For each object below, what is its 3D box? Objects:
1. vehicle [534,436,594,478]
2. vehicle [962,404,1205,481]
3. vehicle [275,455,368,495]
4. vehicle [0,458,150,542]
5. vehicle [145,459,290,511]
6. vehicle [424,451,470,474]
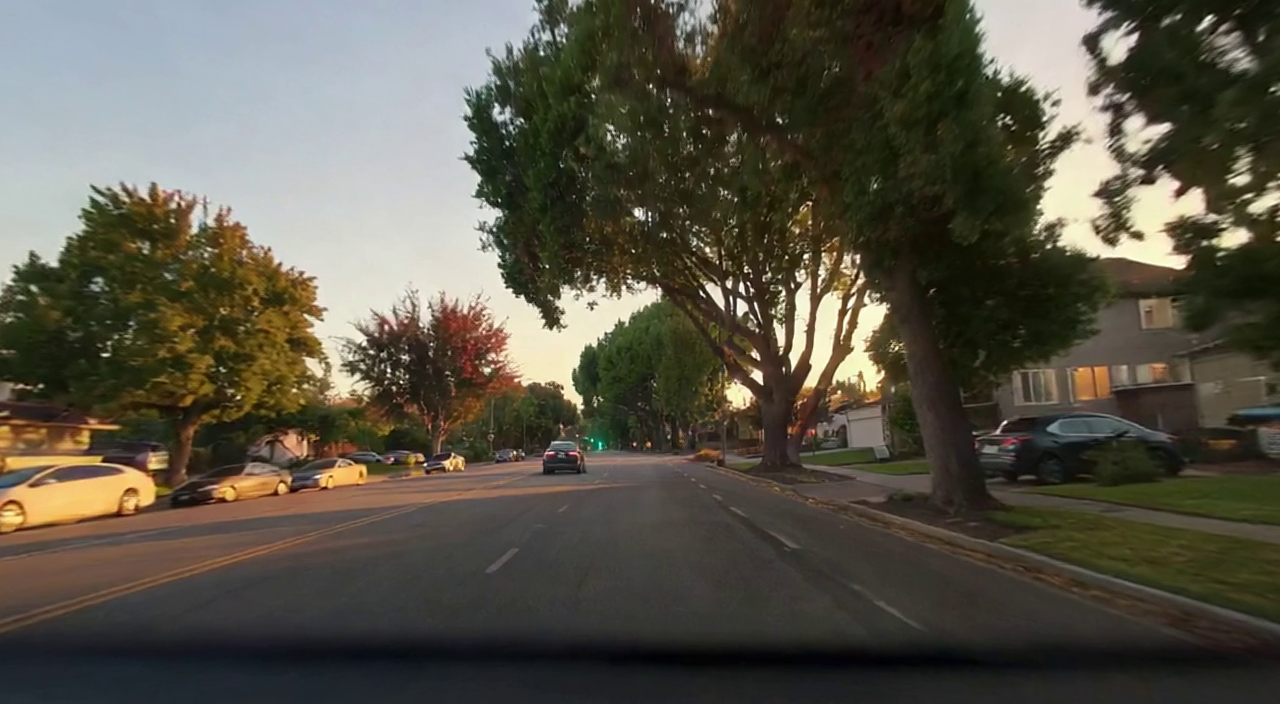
[{"bbox_3d":[-3.279,4.626,28.098,2.135,1.731,4.232,0,-8,0],"label":"vehicle"},{"bbox_3d":[10.954,2.270,15.894,4.471,1.780,2.190,0,-8,-3],"label":"vehicle"},{"bbox_3d":[-13.827,5.332,27.719,1.884,1.509,4.110,0,-8,1],"label":"vehicle"},{"bbox_3d":[-14.010,3.300,14.234,1.997,1.663,5.013,-3,-9,-1],"label":"vehicle"},{"bbox_3d":[-14.070,4.413,21.435,1.856,1.477,4.574,-3,-10,-1],"label":"vehicle"},{"bbox_3d":[-13.963,8.012,45.976,1.900,1.494,4.730,0,-8,0],"label":"vehicle"}]
